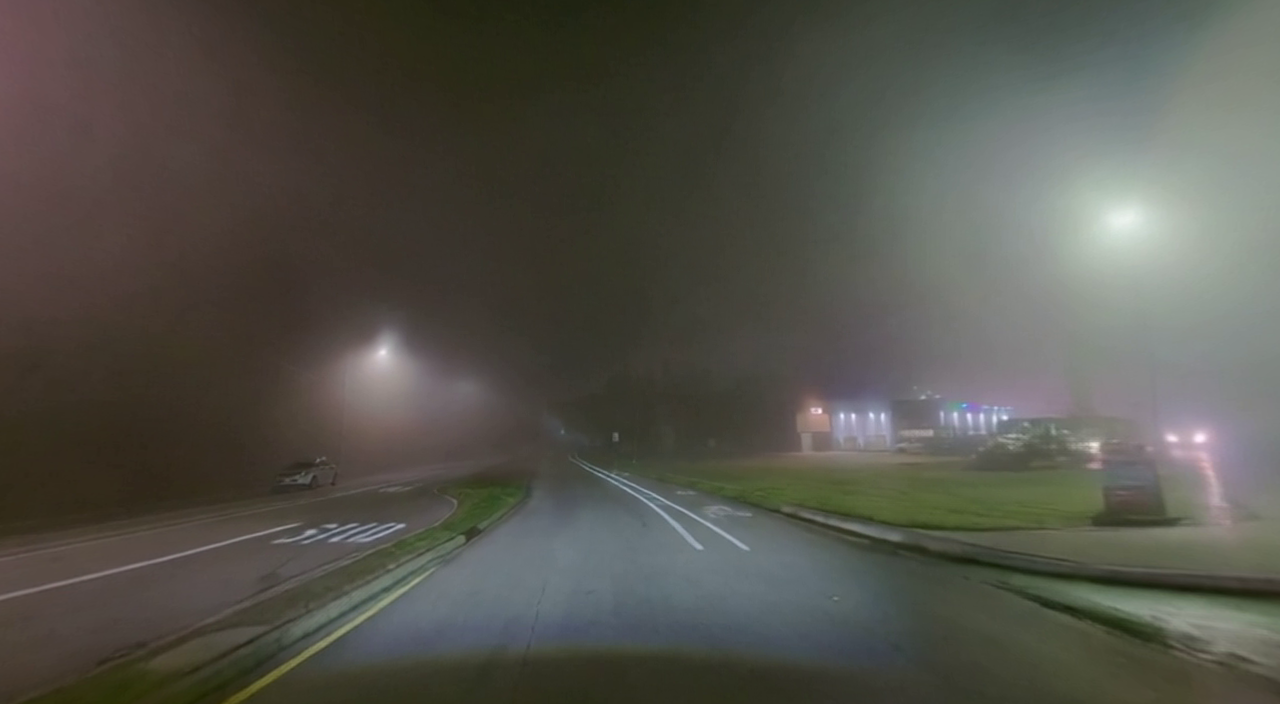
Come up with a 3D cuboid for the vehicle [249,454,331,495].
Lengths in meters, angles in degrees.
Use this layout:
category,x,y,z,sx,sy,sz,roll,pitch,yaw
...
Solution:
category,x,y,z,sx,sy,sz,roll,pitch,yaw
vehicle,-16.378,5.729,29.704,1.952,1.632,4.200,-1,-8,-8
